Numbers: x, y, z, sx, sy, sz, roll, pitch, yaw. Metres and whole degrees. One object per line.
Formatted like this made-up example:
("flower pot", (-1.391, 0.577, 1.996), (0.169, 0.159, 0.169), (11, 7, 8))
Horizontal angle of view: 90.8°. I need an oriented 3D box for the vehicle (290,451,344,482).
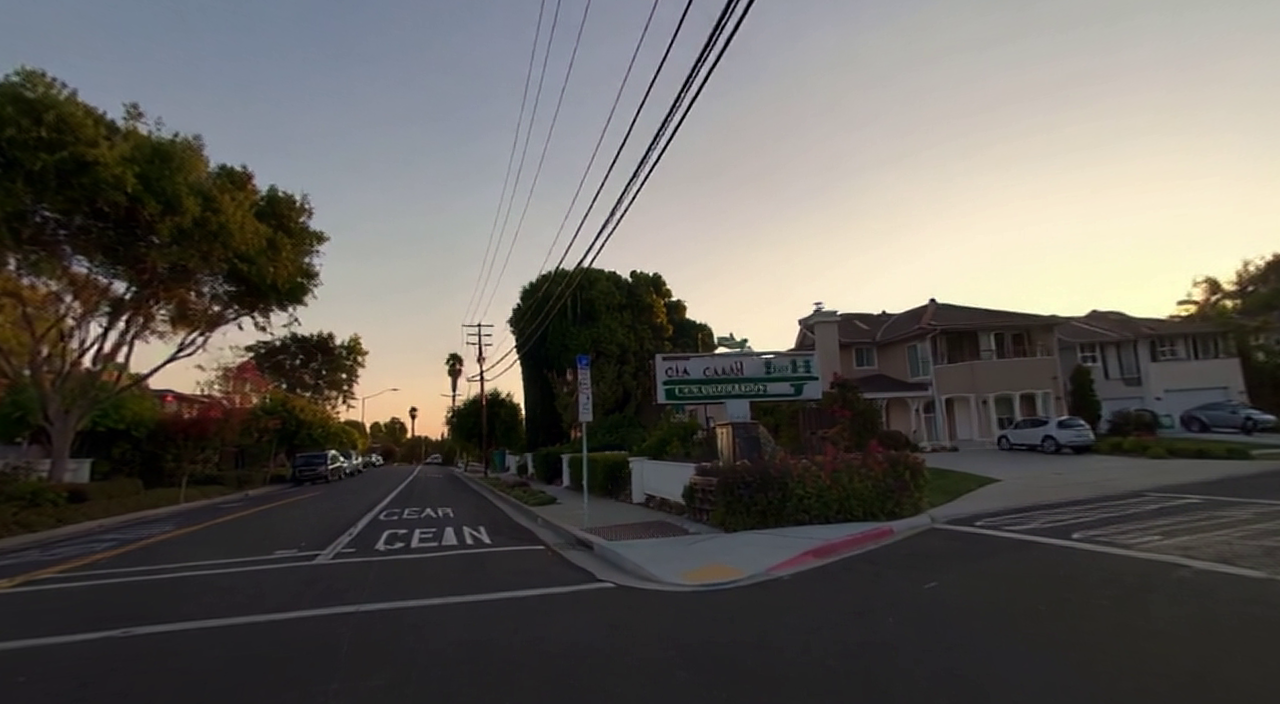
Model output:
("vehicle", (-20.628, 7.306, 40.548), (2.203, 1.787, 4.704), (2, -9, -17))
